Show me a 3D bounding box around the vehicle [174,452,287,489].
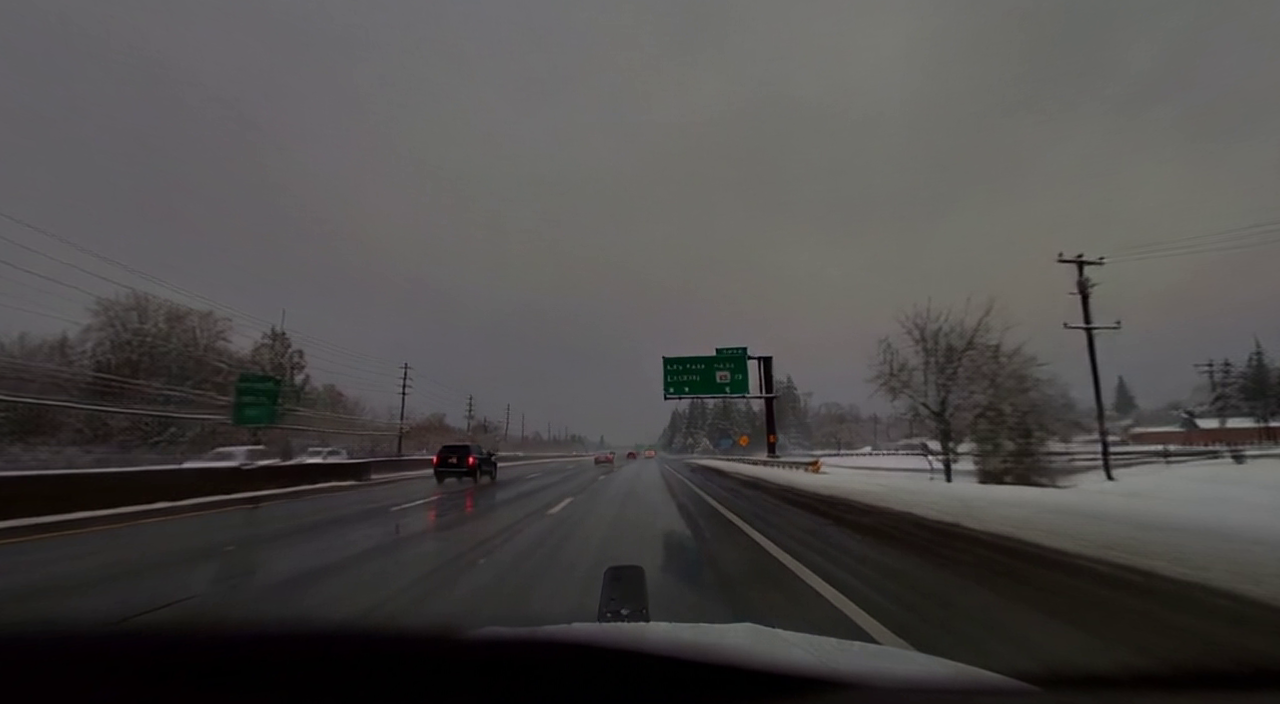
[{"bbox_3d":[-18.243,5.252,28.407,1.865,1.480,4.705,0,-9,1],"label":"vehicle"}]

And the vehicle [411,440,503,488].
[{"bbox_3d":[-7.108,4.385,25.096,2.118,1.696,4.836,-1,-9,2],"label":"vehicle"}]

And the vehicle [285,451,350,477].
[{"bbox_3d":[-21.955,7.613,43.141,1.919,1.584,4.826,0,-9,0],"label":"vehicle"}]
